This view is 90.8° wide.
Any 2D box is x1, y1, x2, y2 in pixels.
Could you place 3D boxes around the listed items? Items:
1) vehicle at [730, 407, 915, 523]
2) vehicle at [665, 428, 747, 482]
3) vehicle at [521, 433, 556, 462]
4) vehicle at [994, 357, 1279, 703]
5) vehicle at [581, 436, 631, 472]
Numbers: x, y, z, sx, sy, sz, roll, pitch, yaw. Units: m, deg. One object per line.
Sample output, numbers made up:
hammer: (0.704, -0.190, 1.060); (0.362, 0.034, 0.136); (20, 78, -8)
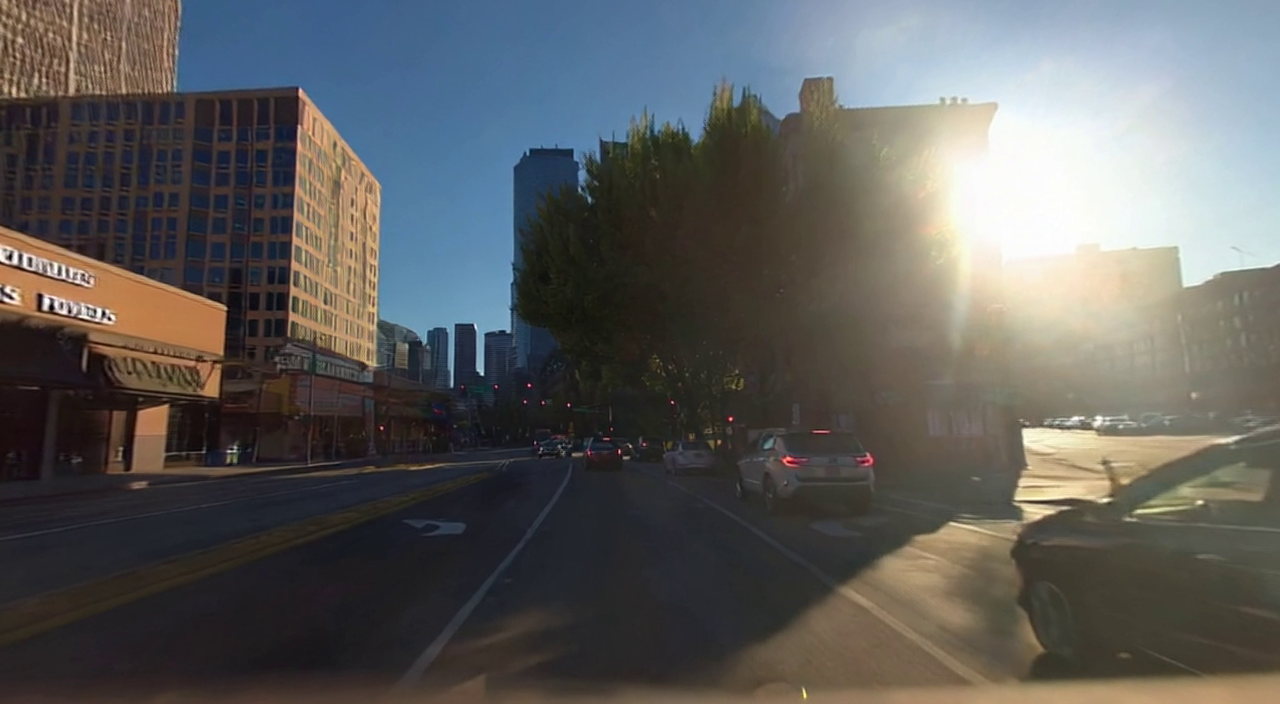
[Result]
vehicle: (3.124, 2.074, 11.973); (2.046, 1.768, 4.370); (0, -9, -2)
vehicle: (2.282, 3.732, 23.270); (2.216, 1.750, 4.520); (0, -8, -4)
vehicle: (-7.725, 7.204, 48.170); (2.462, 2.079, 5.117); (1, -8, -10)
vehicle: (3.254, 0.780, 1.922); (1.966, 1.596, 3.980); (0, -8, -1)
vehicle: (-1.641, 4.660, 29.017); (2.068, 1.512, 3.987); (1, -9, -6)
